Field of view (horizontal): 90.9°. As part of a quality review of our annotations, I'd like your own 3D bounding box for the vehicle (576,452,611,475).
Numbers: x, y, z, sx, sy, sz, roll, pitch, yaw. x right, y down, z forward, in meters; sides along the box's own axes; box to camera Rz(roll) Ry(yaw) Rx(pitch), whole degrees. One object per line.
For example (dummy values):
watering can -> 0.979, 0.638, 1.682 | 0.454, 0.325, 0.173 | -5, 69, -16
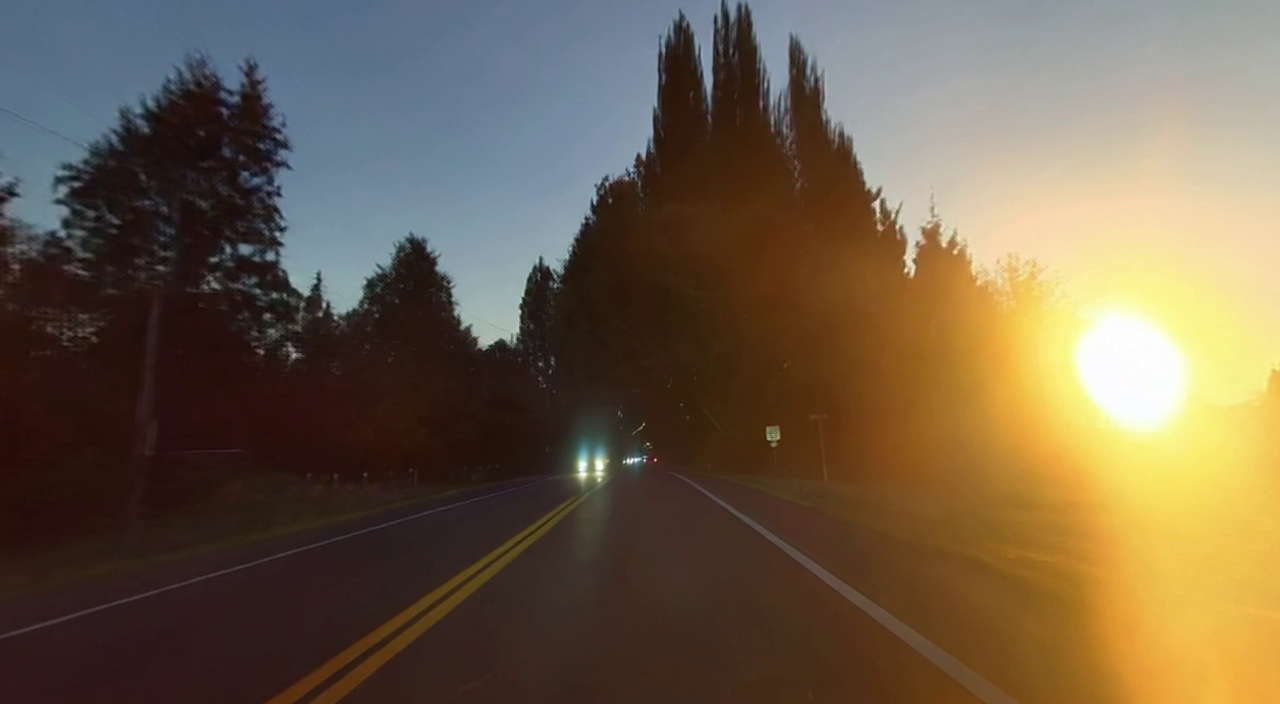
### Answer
vehicle -> -3.196, 7.837, 44.414 | 1.937, 1.473, 4.570 | -1, -8, 2
